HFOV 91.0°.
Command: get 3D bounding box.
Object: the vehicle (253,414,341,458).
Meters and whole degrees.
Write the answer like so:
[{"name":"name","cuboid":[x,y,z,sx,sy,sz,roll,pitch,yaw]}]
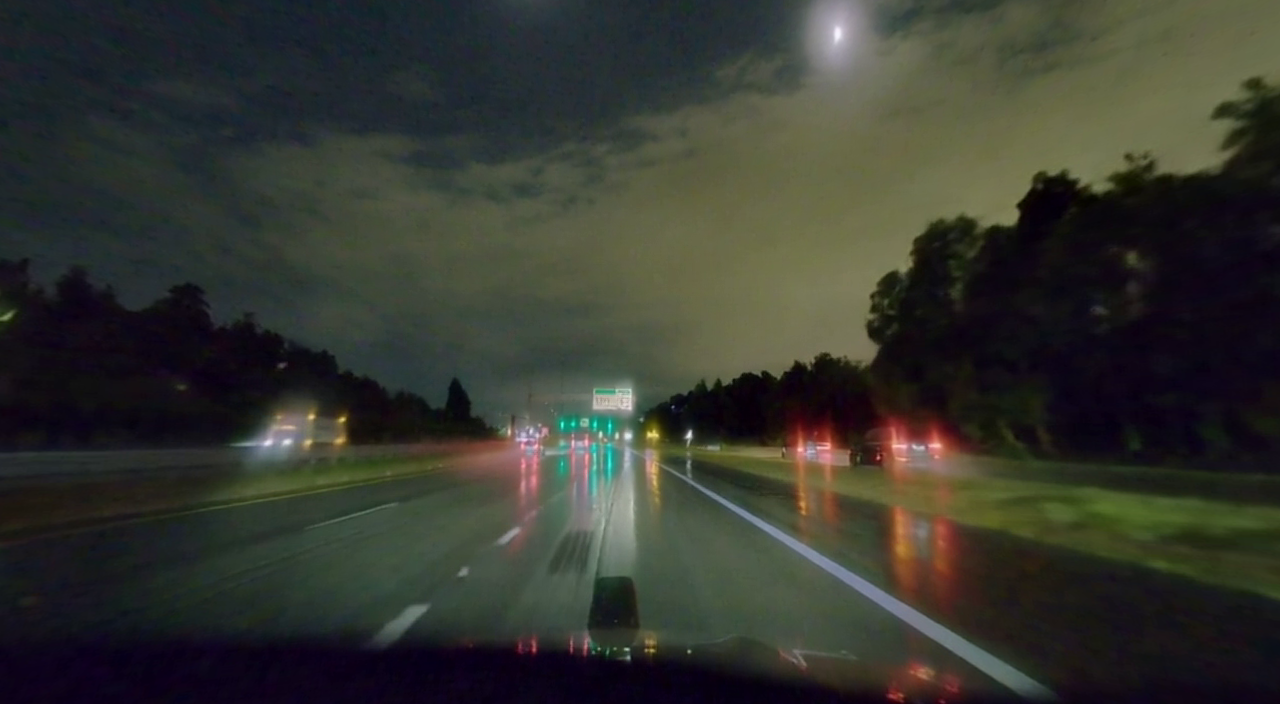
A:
[{"name":"vehicle","cuboid":[-25.111,6.257,46.594,2.551,2.904,7.387,0,-8,-2]}]
